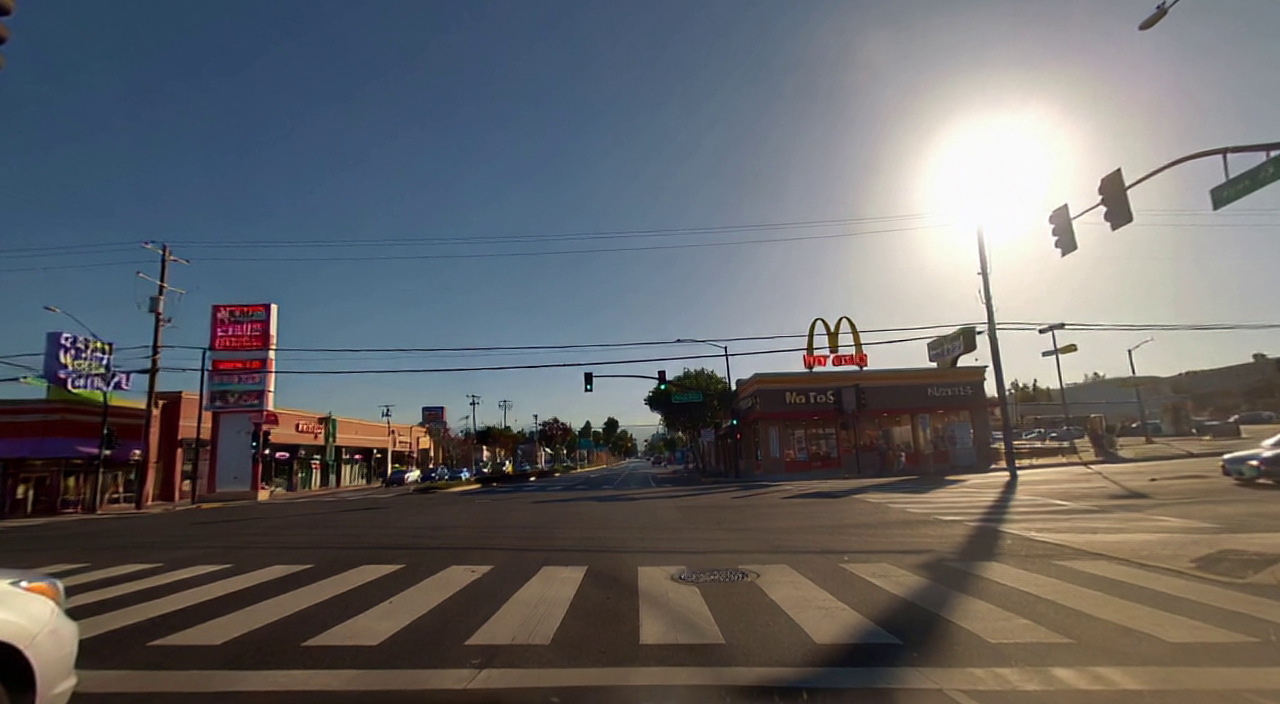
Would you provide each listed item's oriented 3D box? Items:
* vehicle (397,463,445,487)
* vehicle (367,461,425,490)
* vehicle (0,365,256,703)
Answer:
[{"bbox_3d":[-15.730,8.831,45.414,1.931,1.471,4.152,0,-9,0],"label":"vehicle"},{"bbox_3d":[-19.192,9.713,49.810,2.227,2.033,5.614,0,-9,2],"label":"vehicle"},{"bbox_3d":[-3.415,0.743,1.414,2.081,1.644,4.523,0,-9,3],"label":"vehicle"}]
